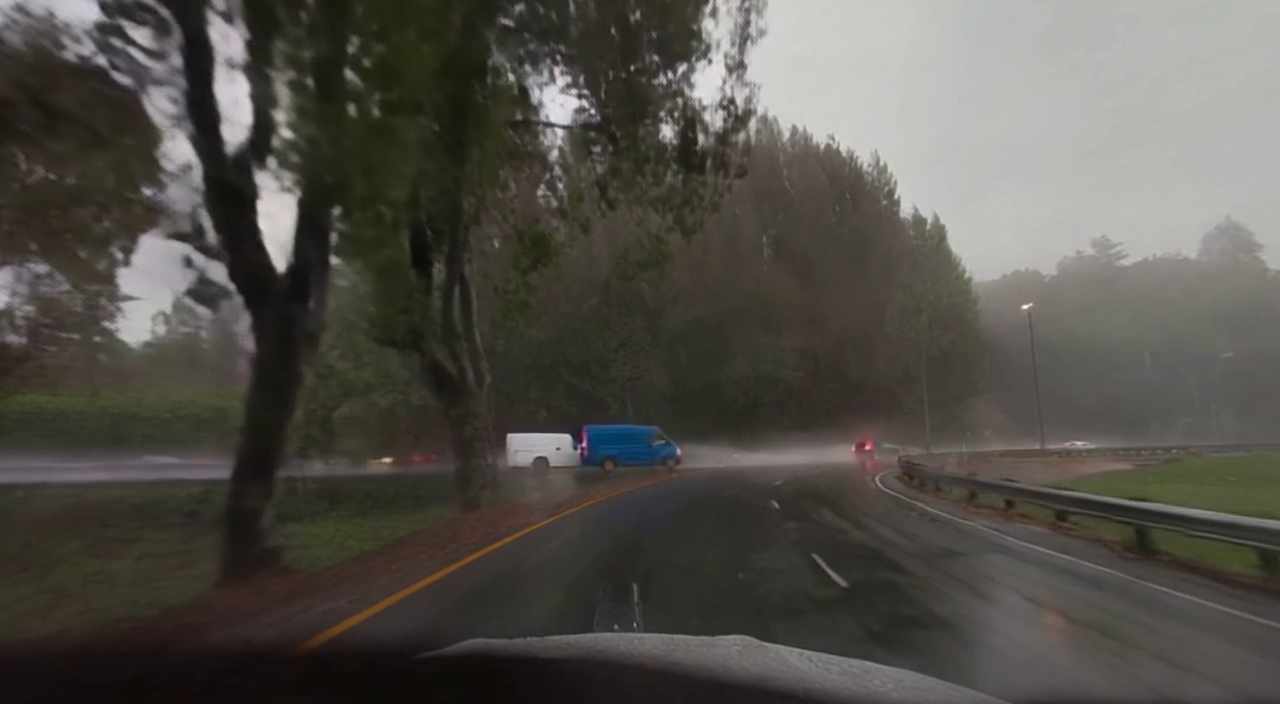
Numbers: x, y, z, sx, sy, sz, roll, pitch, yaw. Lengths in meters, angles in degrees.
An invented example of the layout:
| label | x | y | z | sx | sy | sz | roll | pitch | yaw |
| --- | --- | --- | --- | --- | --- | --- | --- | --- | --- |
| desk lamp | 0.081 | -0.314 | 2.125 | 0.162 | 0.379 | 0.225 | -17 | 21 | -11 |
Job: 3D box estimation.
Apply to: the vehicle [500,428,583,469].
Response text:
| label | x | y | z | sx | sy | sz | roll | pitch | yaw |
| --- | --- | --- | --- | --- | --- | --- | --- | --- | --- |
| vehicle | -6.357 | 6.195 | 40.717 | 4.784 | 2.535 | 2.203 | 4 | -9 | -26 |

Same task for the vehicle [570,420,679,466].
| label | x | y | z | sx | sy | sz | roll | pitch | yaw |
| --- | --- | --- | --- | --- | --- | --- | --- | --- | --- |
| vehicle | -0.999 | 6.271 | 43.362 | 7.155 | 2.942 | 2.420 | 4 | -9 | -26 |
